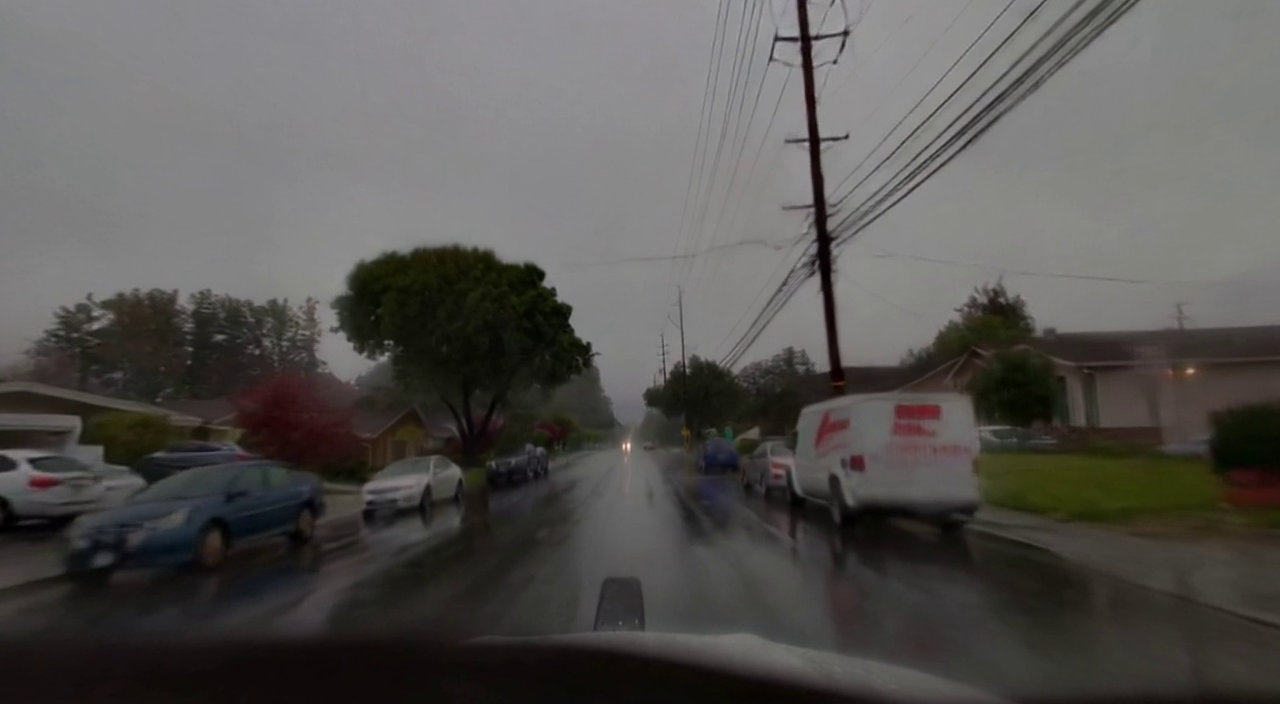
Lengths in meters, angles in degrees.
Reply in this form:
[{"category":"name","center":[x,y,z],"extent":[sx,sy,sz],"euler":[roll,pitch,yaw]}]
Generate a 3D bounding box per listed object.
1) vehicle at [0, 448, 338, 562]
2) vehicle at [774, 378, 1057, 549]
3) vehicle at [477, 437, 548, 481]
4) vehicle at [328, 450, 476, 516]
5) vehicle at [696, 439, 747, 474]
[{"category":"vehicle","center":[-7.678,2.295,9.819],"extent":[4.935,1.454,1.900],"euler":[-1,-8,-5]},{"category":"vehicle","center":[4.081,1.821,10.779],"extent":[2.396,2.164,5.381],"euler":[0,-9,0]},{"category":"vehicle","center":[-6.066,5.138,30.657],"extent":[2.322,1.913,5.582],"euler":[0,-9,0]},{"category":"vehicle","center":[-6.090,3.378,16.839],"extent":[2.048,1.438,4.728],"euler":[-2,-9,1]},{"category":"vehicle","center":[3.849,4.996,30.390],"extent":[1.848,1.550,4.054],"euler":[0,-9,-1]}]
